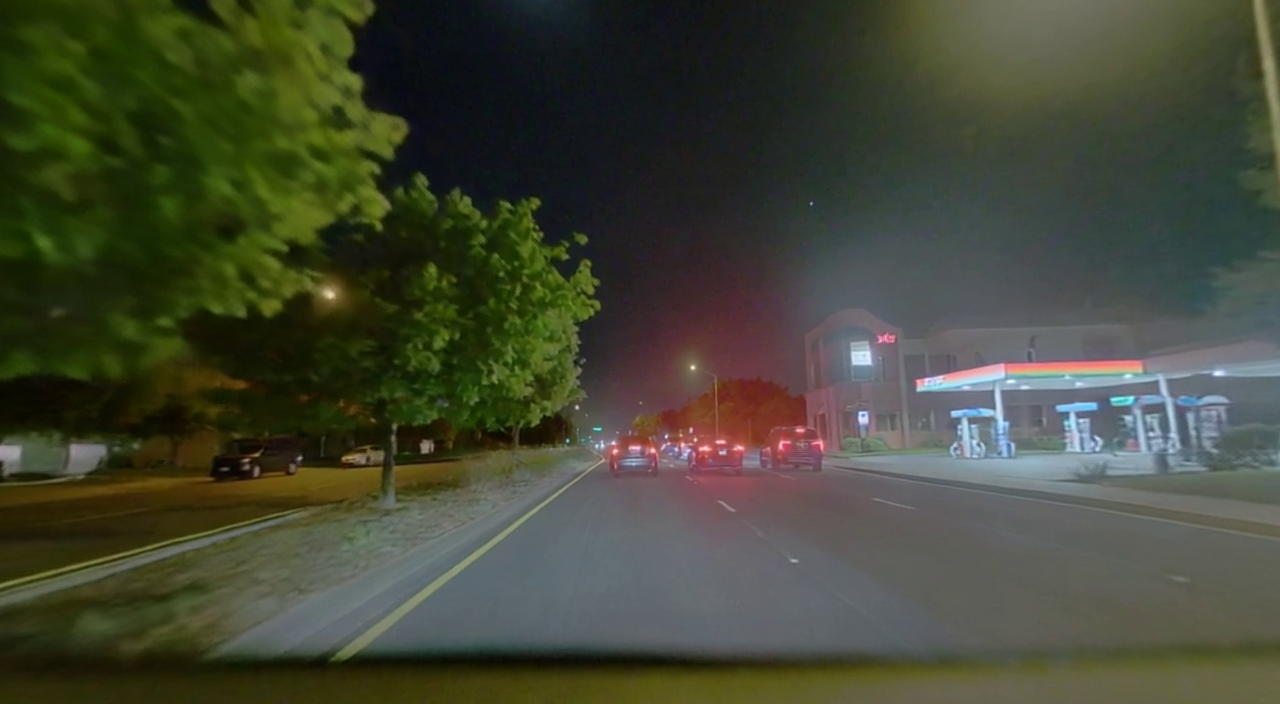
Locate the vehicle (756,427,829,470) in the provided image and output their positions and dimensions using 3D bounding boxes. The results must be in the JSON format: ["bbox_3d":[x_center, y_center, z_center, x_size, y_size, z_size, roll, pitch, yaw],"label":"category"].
[{"bbox_3d":[6.803,4.376,28.746,2.117,1.757,4.969,0,-8,0],"label":"vehicle"}]

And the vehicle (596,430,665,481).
[{"bbox_3d":[-0.268,3.351,20.681,2.052,1.488,3.779,0,-8,1],"label":"vehicle"}]

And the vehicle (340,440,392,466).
[{"bbox_3d":[-19.469,7.162,45.029,1.903,1.706,3.994,0,-8,0],"label":"vehicle"}]

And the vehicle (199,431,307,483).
[{"bbox_3d":[-19.083,5.116,31.510,2.222,2.141,5.390,-1,-6,-3],"label":"vehicle"}]

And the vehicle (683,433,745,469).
[{"bbox_3d":[3.214,4.415,28.455,2.124,1.476,4.730,0,-8,-1],"label":"vehicle"}]
